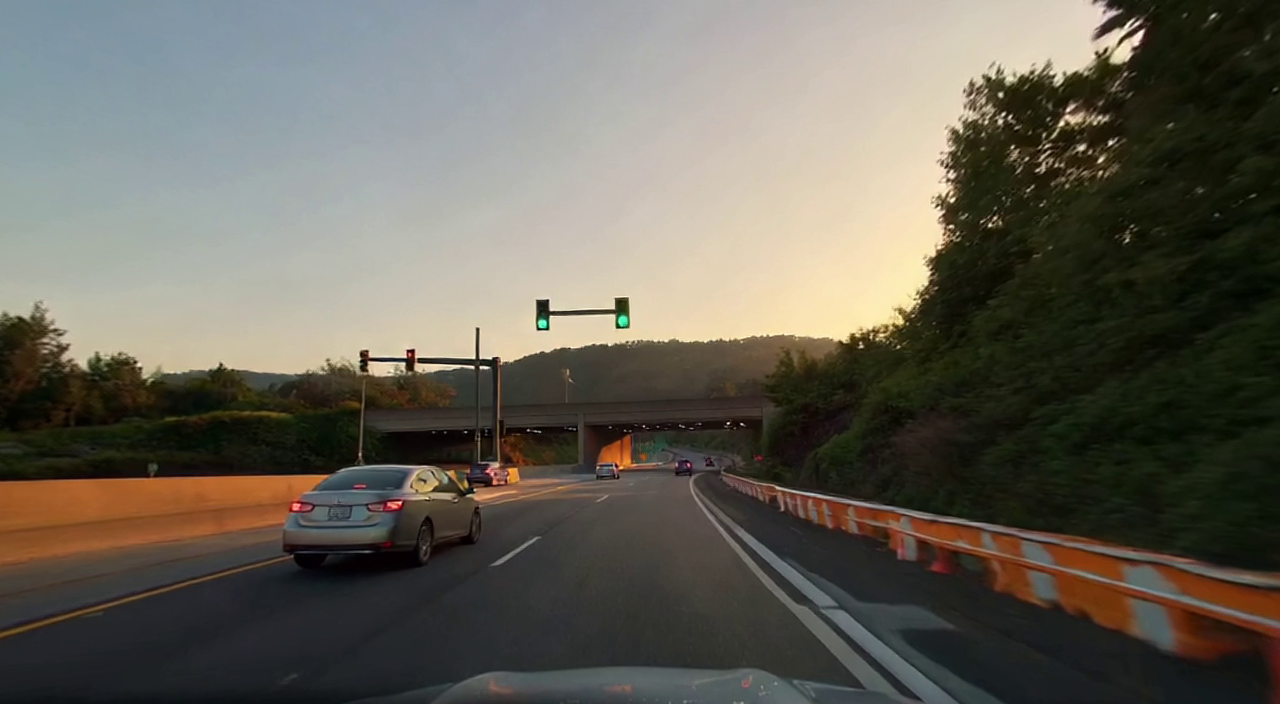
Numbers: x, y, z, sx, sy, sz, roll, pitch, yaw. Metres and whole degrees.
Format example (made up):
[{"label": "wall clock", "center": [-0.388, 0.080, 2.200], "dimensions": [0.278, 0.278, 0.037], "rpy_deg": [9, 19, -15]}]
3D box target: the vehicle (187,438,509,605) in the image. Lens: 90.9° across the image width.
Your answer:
[{"label": "vehicle", "center": [-3.061, 1.876, 7.652], "dimensions": [1.992, 1.466, 3.690], "rpy_deg": [0, -10, 2]}]
